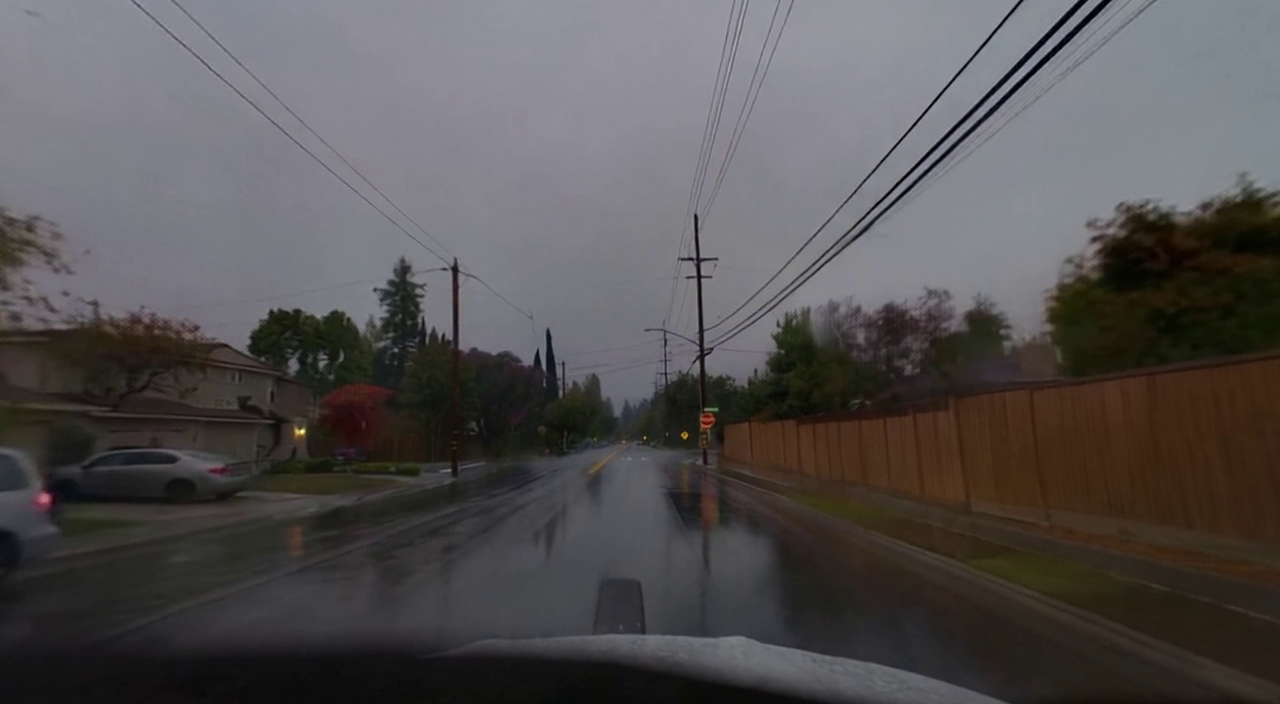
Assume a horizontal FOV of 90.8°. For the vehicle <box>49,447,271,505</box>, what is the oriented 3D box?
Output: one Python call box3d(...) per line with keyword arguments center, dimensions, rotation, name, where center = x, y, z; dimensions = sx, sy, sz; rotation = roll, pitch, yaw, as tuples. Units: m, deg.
box3d(center=(-13.371, 3.453, 17.916), dimensions=(4.424, 1.487, 2.139), rotation=(1, -8, -7), name="vehicle")
